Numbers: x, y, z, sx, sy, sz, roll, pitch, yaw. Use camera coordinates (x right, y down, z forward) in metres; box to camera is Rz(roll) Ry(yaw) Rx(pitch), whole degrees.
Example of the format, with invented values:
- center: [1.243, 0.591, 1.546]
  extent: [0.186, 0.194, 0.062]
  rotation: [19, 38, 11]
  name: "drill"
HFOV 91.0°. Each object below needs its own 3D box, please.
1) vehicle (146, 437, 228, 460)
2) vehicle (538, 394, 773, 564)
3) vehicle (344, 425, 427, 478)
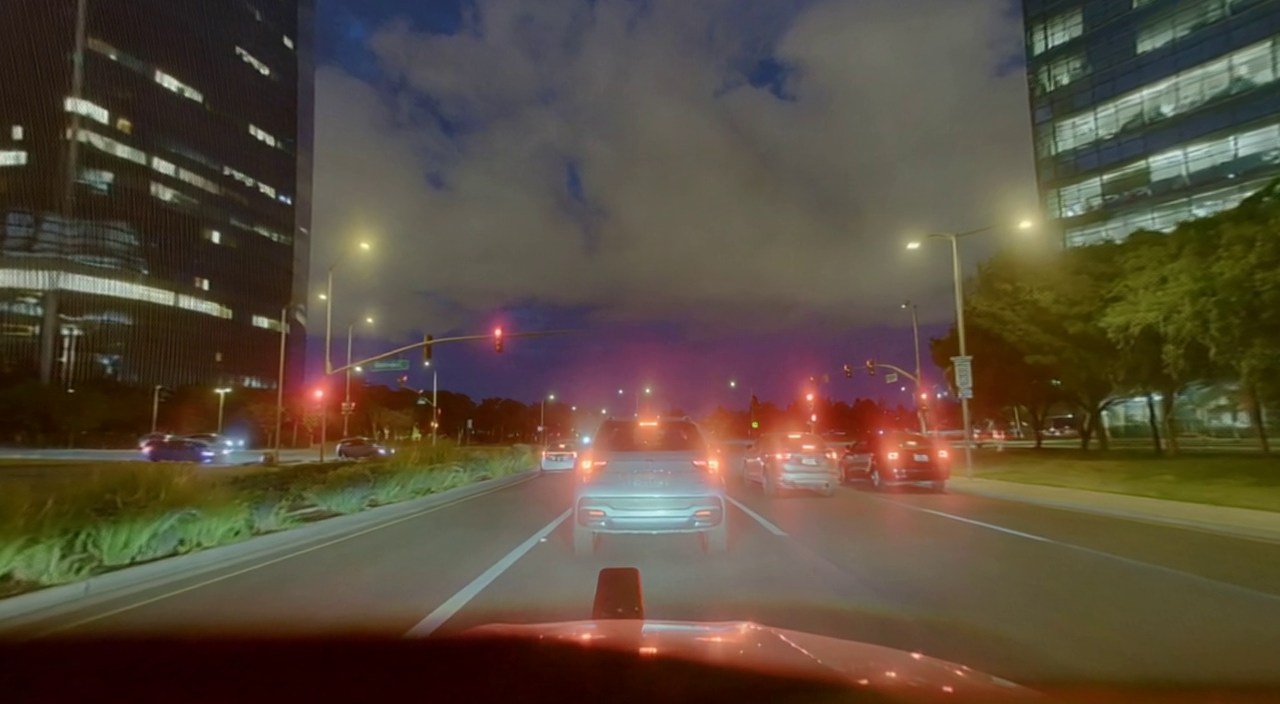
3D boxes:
- center: [-34.441, 7.336, 47.933]
  extent: [4.622, 1.742, 1.965]
  rotation: [0, -9, -1]
  name: "vehicle"
- center: [0.171, 1.763, 9.362]
  extent: [2.601, 1.878, 4.535]
  rotation: [0, -9, 0]
  name: "vehicle"
- center: [-12.328, 4.890, 31.057]
  extent: [2.717, 2.310, 6.448]
  rotation: [2, -9, -13]
  name: "vehicle"
